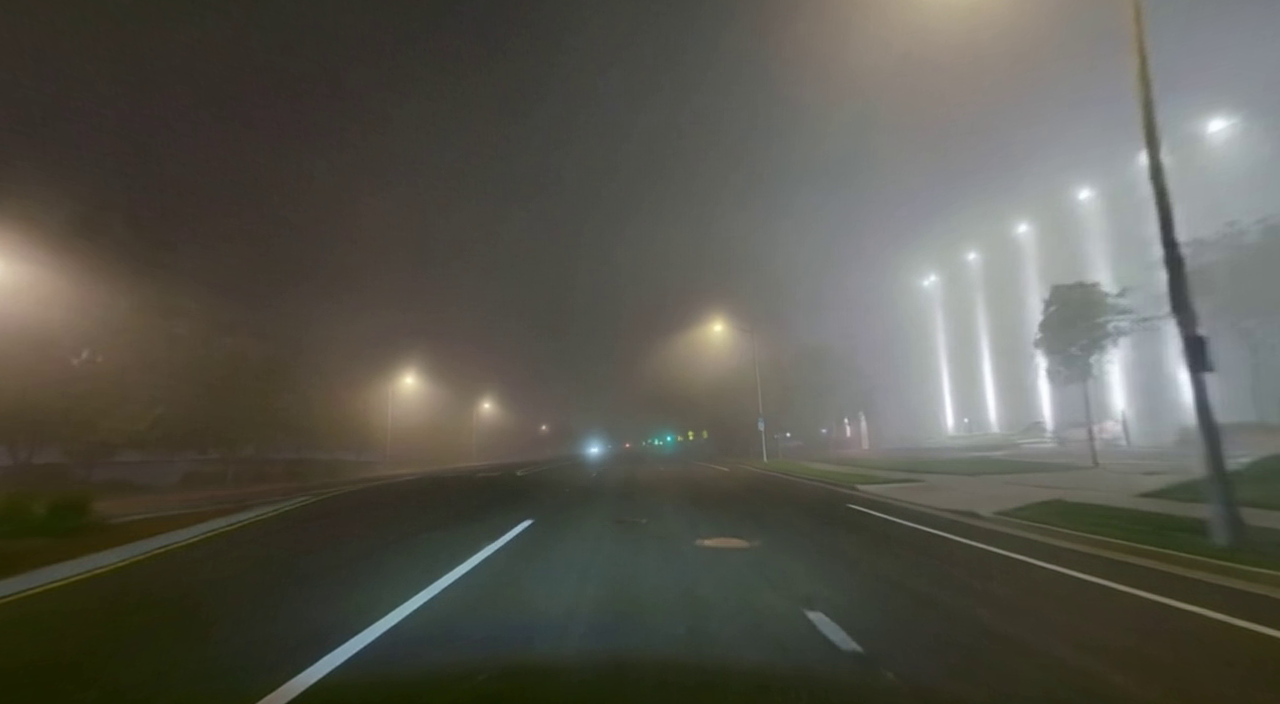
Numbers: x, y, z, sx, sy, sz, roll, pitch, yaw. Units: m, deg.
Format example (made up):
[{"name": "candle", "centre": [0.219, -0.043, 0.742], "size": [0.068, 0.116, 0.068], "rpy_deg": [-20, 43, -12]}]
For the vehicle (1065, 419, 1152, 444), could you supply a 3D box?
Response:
[{"name": "vehicle", "centre": [32.685, 5.577, 44.146], "size": [4.531, 1.672, 1.895], "rpy_deg": [0, -8, 0]}]
